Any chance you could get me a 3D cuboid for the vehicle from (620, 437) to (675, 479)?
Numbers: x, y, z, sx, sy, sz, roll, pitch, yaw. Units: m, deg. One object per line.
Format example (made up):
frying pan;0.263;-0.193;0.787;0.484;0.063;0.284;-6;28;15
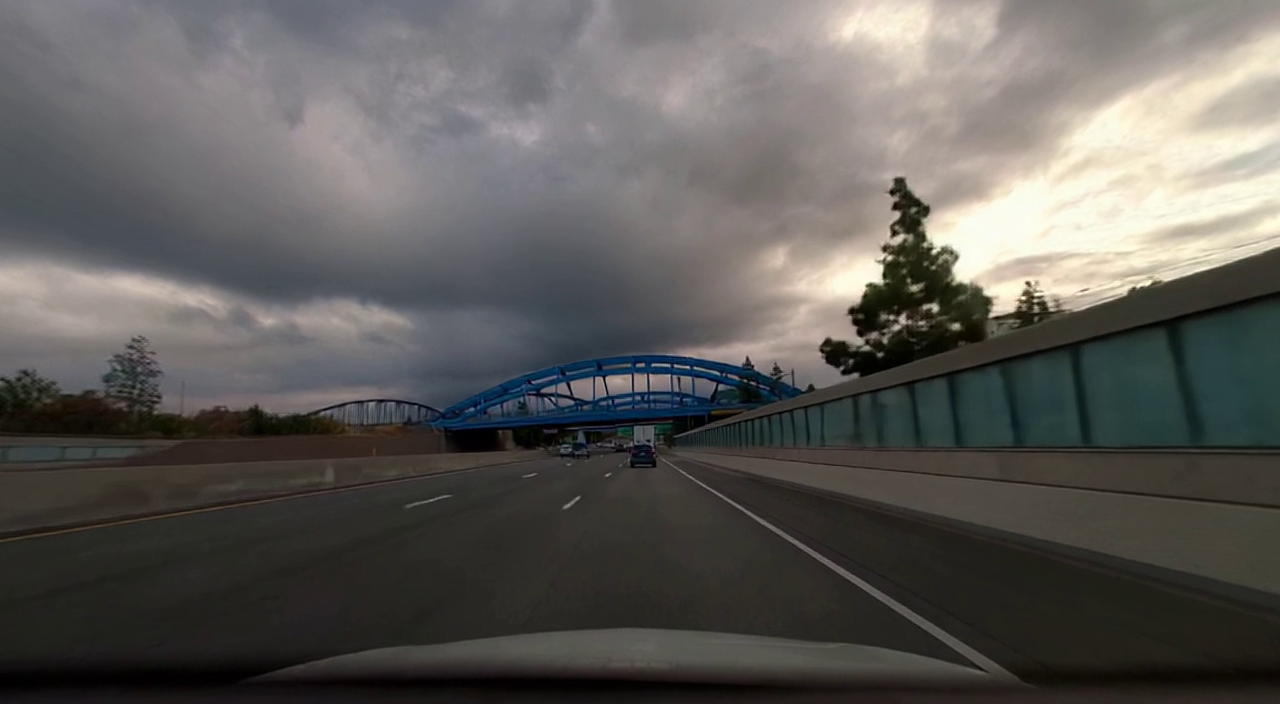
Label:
vehicle;0.286;4.824;28.829;2.299;1.716;4.579;0;-9;0
